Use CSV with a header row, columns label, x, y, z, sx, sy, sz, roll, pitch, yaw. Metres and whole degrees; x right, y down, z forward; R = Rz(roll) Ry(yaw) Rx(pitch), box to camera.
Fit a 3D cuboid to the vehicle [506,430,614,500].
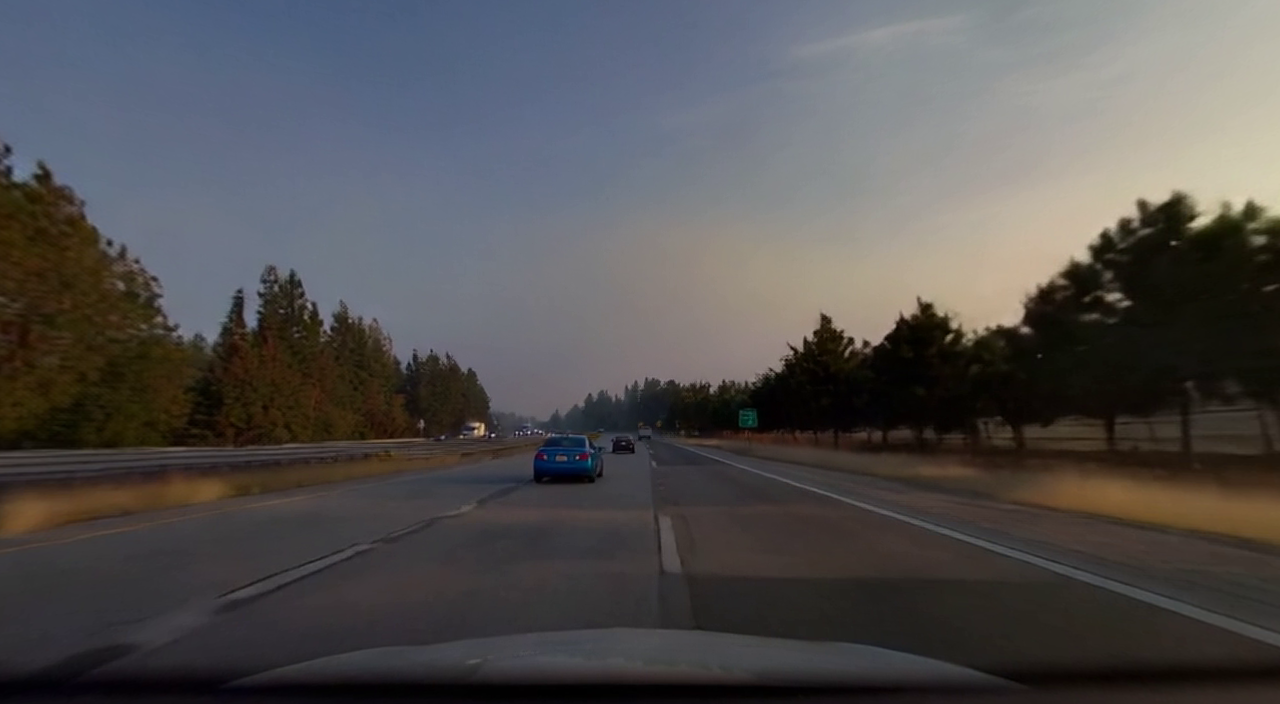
label,x,y,z,sx,sy,sz,roll,pitch,yaw
vehicle,-1.778,2.674,15.419,1.977,1.443,4.225,0,-8,2
